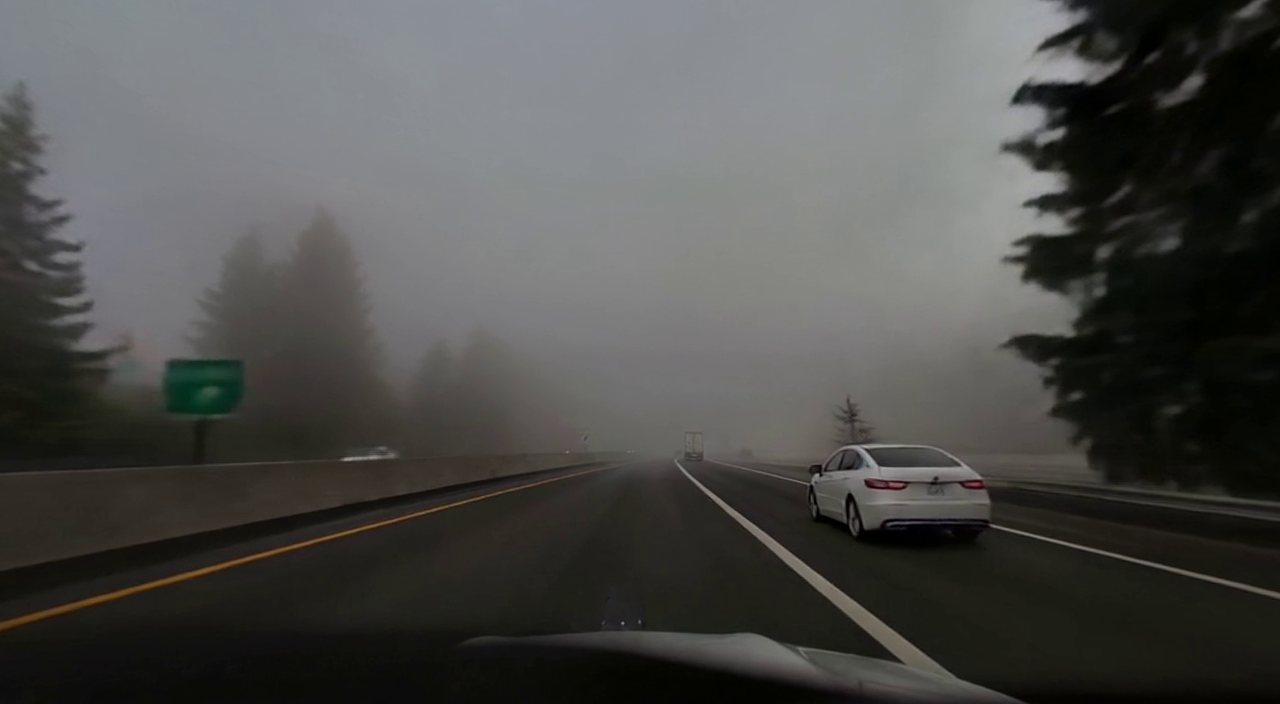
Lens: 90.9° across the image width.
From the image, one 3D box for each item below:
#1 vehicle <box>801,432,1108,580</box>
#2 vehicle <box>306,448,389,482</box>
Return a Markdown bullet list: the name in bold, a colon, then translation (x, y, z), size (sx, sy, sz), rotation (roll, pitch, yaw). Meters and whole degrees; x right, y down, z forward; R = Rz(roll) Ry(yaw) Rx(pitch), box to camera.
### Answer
- **vehicle**: translation (3.707, 1.876, 8.488), size (1.938, 1.456, 4.204), rotation (0, -9, 0)
- **vehicle**: translation (-15.557, 6.029, 33.892), size (2.005, 1.651, 4.817), rotation (-1, -9, 2)
